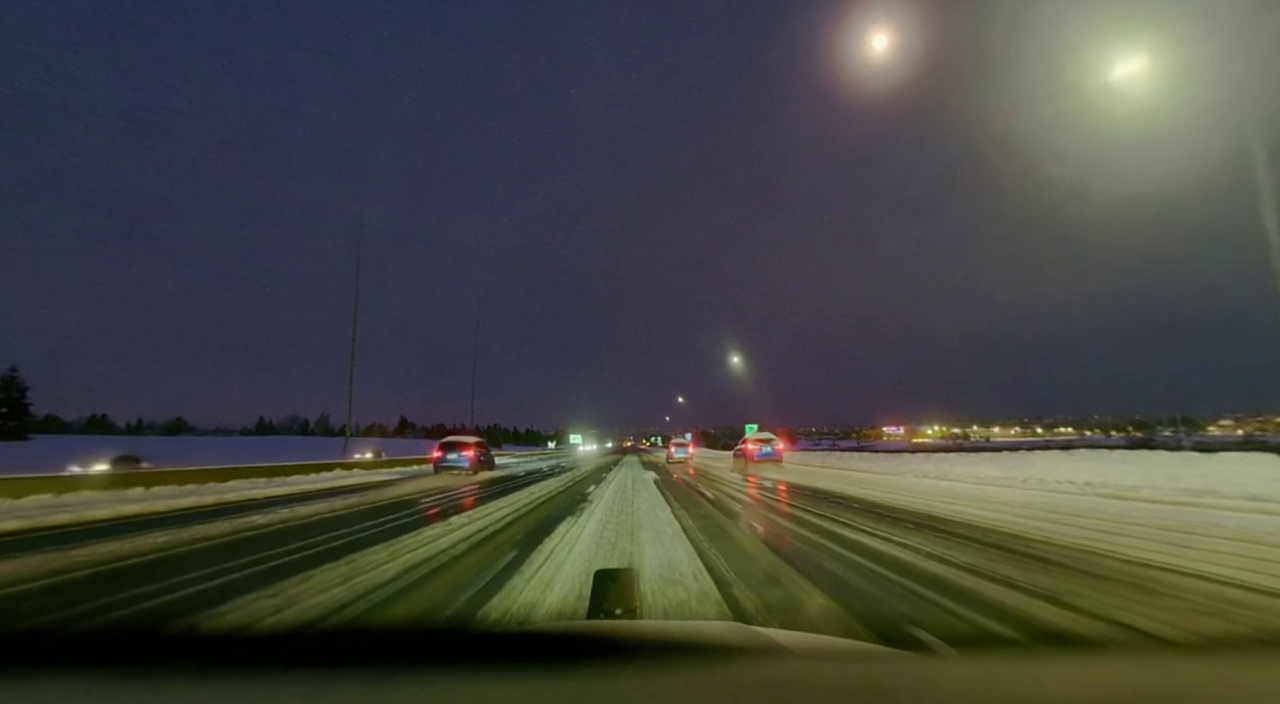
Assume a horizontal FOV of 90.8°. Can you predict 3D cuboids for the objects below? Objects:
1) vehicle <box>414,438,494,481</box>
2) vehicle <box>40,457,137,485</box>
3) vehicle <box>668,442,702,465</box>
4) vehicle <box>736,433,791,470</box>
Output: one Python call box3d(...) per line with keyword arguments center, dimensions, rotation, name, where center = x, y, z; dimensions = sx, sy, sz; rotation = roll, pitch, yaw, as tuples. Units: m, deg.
box3d(center=(-8.073, 4.680, 27.986), dimensions=(2.083, 1.696, 5.464), rotation=(1, -8, -2), name="vehicle")
box3d(center=(-32.709, 7.022, 37.633), dimensions=(1.855, 1.466, 4.350), rotation=(0, -8, 0), name="vehicle")
box3d(center=(3.150, 7.202, 44.937), dimensions=(2.000, 1.533, 3.770), rotation=(0, -8, -1), name="vehicle")
box3d(center=(6.863, 5.594, 35.701), dimensions=(2.065, 1.953, 4.605), rotation=(0, -8, -1), name="vehicle")
